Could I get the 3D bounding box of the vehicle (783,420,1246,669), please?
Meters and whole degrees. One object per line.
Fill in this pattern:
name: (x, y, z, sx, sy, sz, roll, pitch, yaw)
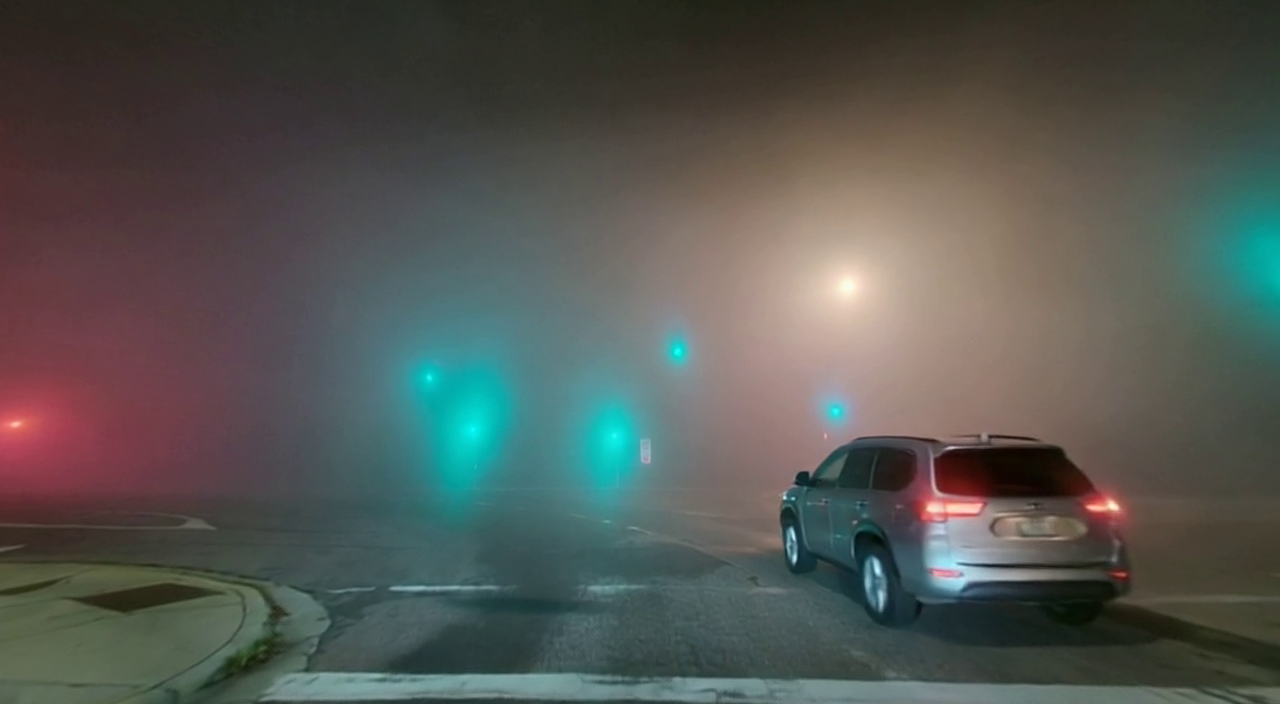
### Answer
vehicle: (3.058, 1.614, 6.467, 1.938, 1.648, 4.211, 0, -8, -4)
